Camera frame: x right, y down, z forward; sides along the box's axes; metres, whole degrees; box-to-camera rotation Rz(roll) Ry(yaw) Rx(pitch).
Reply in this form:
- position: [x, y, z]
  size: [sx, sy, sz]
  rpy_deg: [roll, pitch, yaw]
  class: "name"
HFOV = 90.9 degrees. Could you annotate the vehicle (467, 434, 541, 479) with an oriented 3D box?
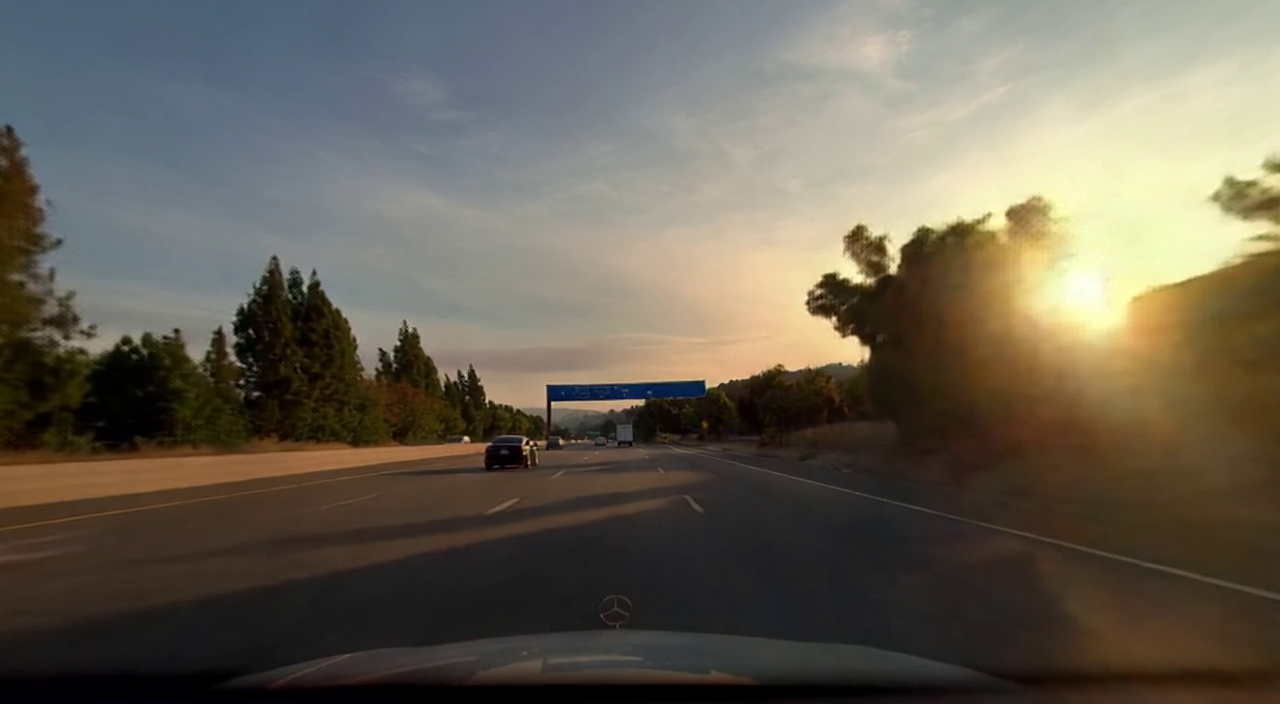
- position: [-4.856, 3.748, 22.948]
  size: [1.912, 1.495, 3.703]
  rpy_deg: [0, -8, -1]
  class: "vehicle"
